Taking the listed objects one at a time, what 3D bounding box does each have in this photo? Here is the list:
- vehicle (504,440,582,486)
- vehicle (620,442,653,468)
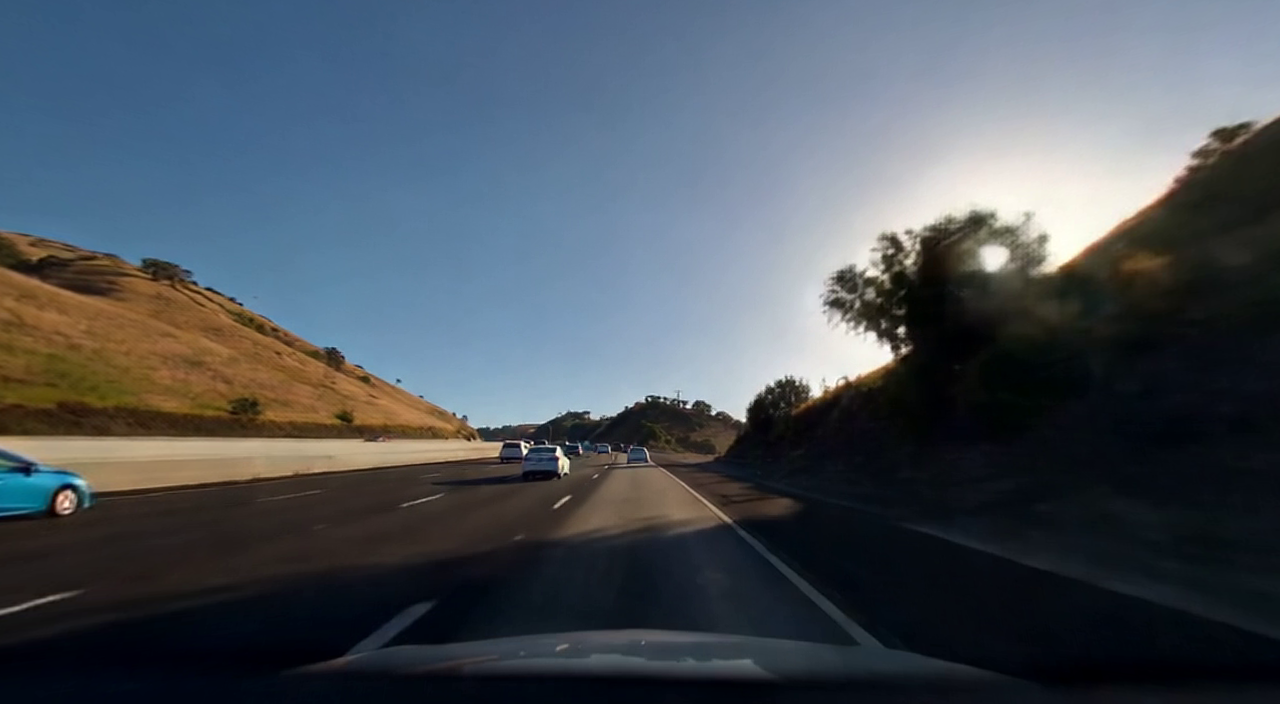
[{"bbox_3d":[-3.471,4.081,23.557,2.080,1.505,4.649,0,-8,1],"label":"vehicle"},{"bbox_3d":[-0.293,6.998,43.128,2.138,1.674,4.044,0,-8,-1],"label":"vehicle"}]
